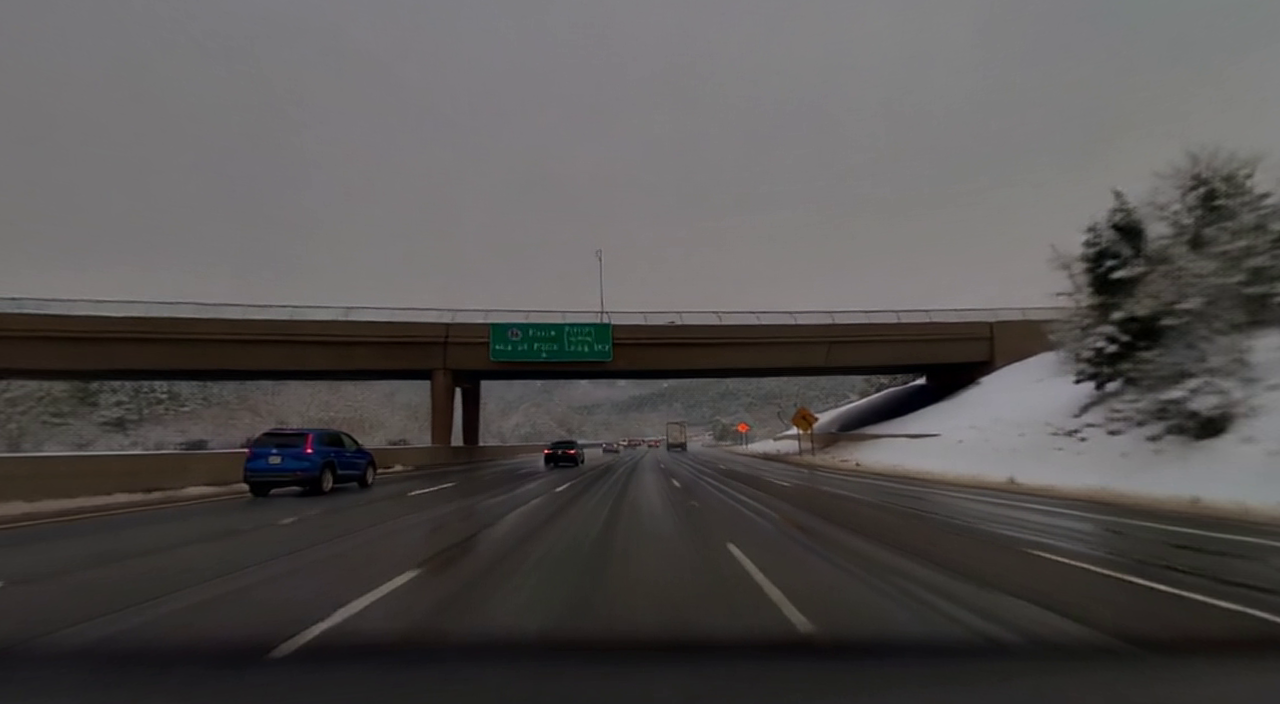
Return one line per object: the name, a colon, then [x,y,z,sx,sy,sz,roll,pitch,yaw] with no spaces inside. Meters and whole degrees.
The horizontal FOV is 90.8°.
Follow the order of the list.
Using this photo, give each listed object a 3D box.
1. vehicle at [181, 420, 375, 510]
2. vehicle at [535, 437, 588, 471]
vehicle: [-7.742,2.456,14.096,1.860,1.694,4.173,0,-9,0]
vehicle: [-3.726,4.946,30.666,1.925,1.509,4.363,0,-9,1]
